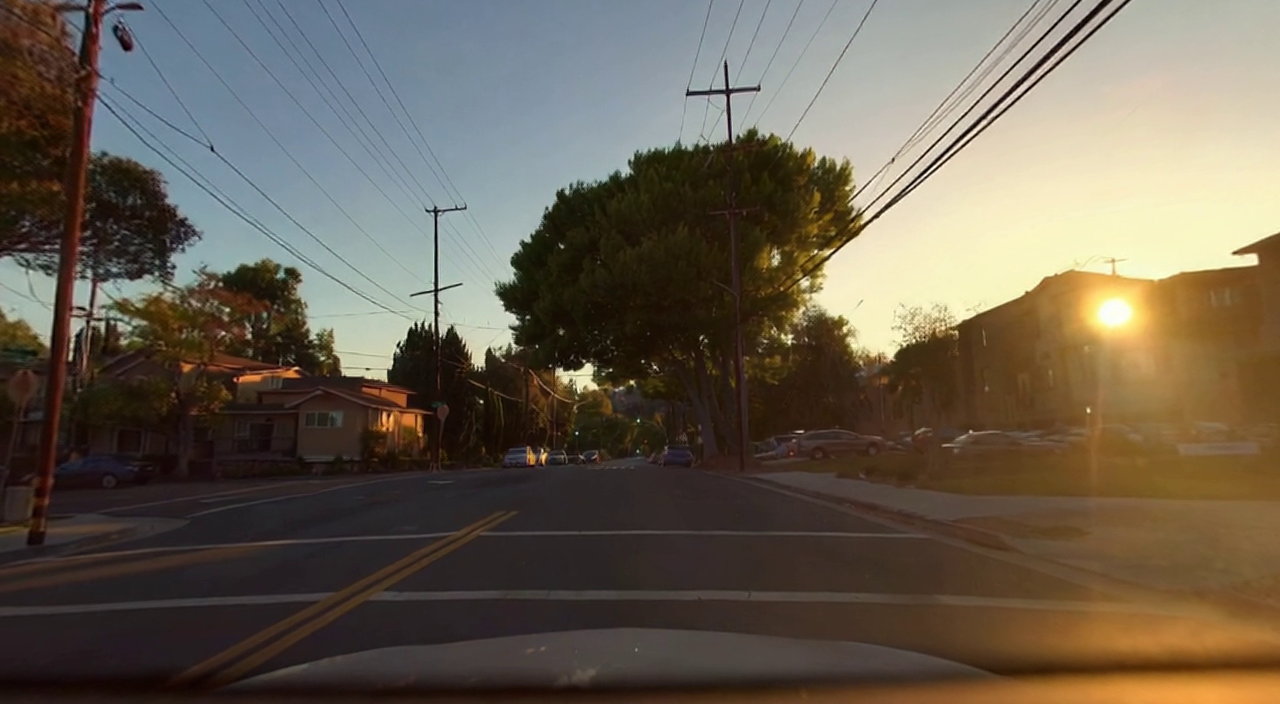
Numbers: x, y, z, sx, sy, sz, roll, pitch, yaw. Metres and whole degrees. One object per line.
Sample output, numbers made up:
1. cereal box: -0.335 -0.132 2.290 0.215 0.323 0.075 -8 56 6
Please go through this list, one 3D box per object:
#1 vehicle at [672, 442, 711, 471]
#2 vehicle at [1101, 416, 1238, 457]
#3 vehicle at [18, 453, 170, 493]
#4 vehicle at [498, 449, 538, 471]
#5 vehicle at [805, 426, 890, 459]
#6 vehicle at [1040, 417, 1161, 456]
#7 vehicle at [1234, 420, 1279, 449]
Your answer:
1. vehicle: 3.247 6.711 40.682 1.993 1.755 4.256 0 -8 -2
2. vehicle: 22.391 3.620 26.816 4.002 1.505 2.061 -1 -10 -5
3. vehicle: -22.311 4.944 25.965 4.424 1.486 1.814 0 -8 -2
4. vehicle: -8.551 7.598 44.727 2.066 1.472 4.353 0 -8 -1
5. vehicle: 11.227 4.872 34.109 4.509 1.664 1.981 6 -10 -35
6. vehicle: 22.112 4.034 30.556 4.320 1.673 1.957 -2 -5 23
7. vehicle: 33.075 4.300 32.871 3.433 1.389 1.683 3 -9 -22
